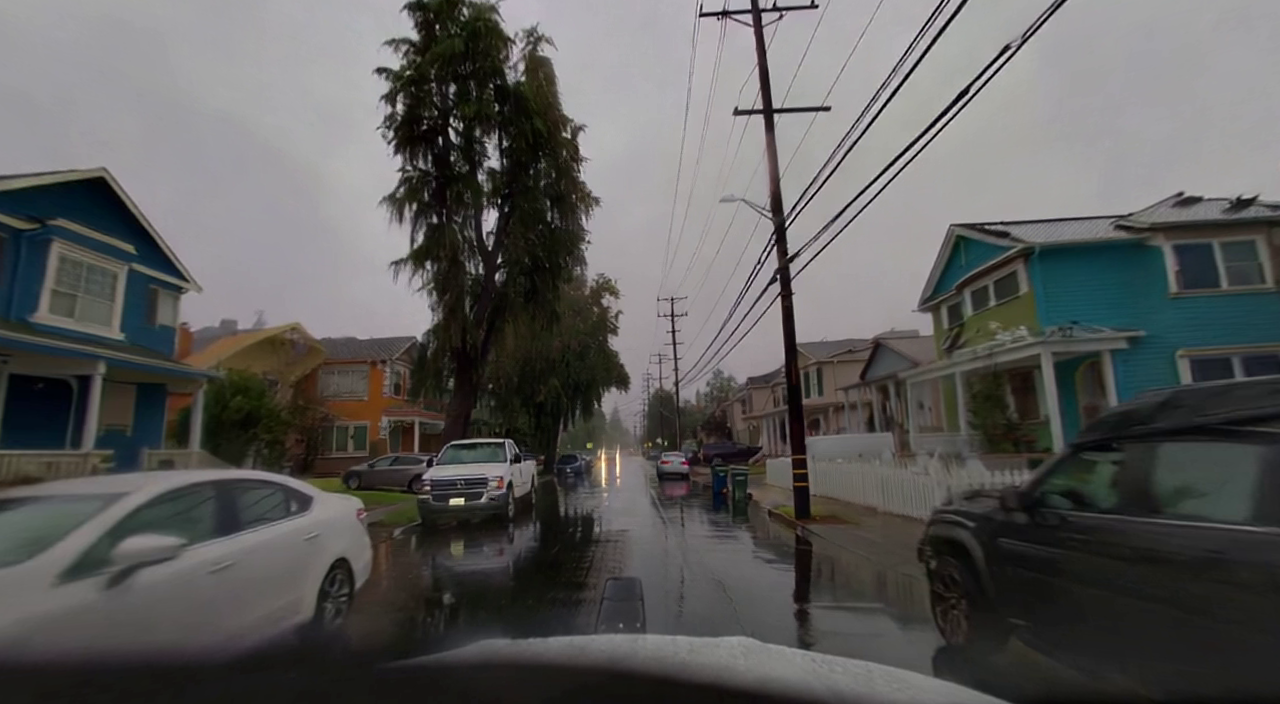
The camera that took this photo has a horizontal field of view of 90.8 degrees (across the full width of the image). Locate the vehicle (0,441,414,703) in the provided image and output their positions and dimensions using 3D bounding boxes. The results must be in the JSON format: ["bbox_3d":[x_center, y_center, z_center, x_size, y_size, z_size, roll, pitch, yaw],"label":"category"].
[{"bbox_3d":[-3.388,1.384,3.863,2.071,1.485,4.610,-5,-8,3],"label":"vehicle"}]

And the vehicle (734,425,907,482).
[{"bbox_3d":[6.795,3.883,24.345,5.974,2.066,2.152,0,-8,-1],"label":"vehicle"}]

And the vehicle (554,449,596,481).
[{"bbox_3d":[-4.321,7.601,42.719,2.204,1.655,4.813,-8,-8,-1],"label":"vehicle"}]

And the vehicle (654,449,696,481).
[{"bbox_3d":[1.919,6.379,35.988,2.043,1.631,4.613,0,-8,-1],"label":"vehicle"}]

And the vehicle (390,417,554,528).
[{"bbox_3d":[-3.747,2.784,15.387,2.399,2.085,5.589,-3,-8,0],"label":"vehicle"}]

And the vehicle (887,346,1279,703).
[{"bbox_3d":[3.466,0.953,3.431,1.884,1.809,4.139,-1,-7,-11],"label":"vehicle"}]
